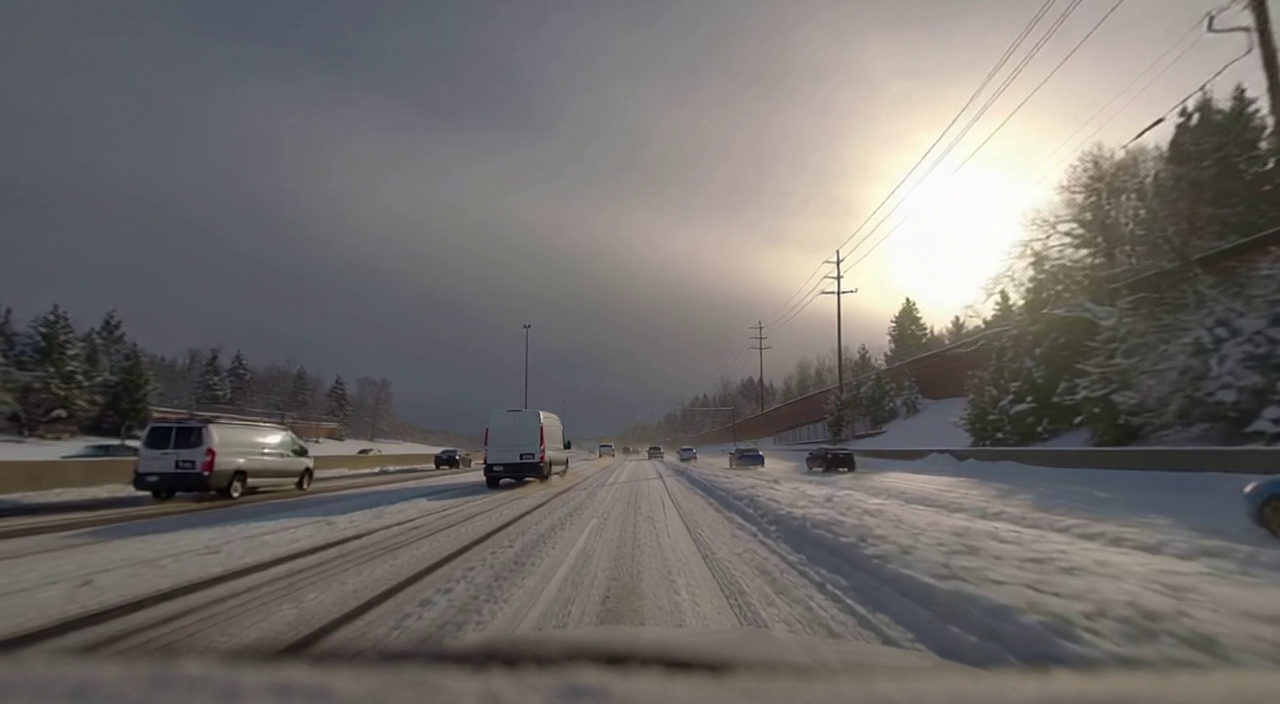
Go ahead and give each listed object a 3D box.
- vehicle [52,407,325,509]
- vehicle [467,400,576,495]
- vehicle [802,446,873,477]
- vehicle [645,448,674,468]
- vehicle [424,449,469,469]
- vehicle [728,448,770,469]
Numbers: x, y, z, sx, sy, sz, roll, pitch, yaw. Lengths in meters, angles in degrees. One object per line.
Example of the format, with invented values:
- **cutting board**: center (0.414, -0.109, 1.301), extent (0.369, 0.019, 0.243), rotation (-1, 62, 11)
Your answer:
- **vehicle**: center (-11.323, 2.766, 16.783), extent (2.596, 2.162, 6.328), rotation (0, -9, -1)
- **vehicle**: center (-3.658, 3.143, 20.773), extent (2.395, 2.660, 5.827), rotation (0, -9, 0)
- **vehicle**: center (10.068, 5.591, 32.471), extent (2.052, 1.470, 4.364), rotation (0, -9, -3)
- **vehicle**: center (1.472, 8.217, 49.108), extent (2.084, 1.492, 4.137), rotation (0, -9, -1)
- **vehicle**: center (-15.072, 8.317, 49.244), extent (1.948, 1.479, 4.754), rotation (0, -9, 1)
- **vehicle**: center (8.308, 8.103, 48.285), extent (2.095, 1.504, 4.536), rotation (1, -9, -4)
